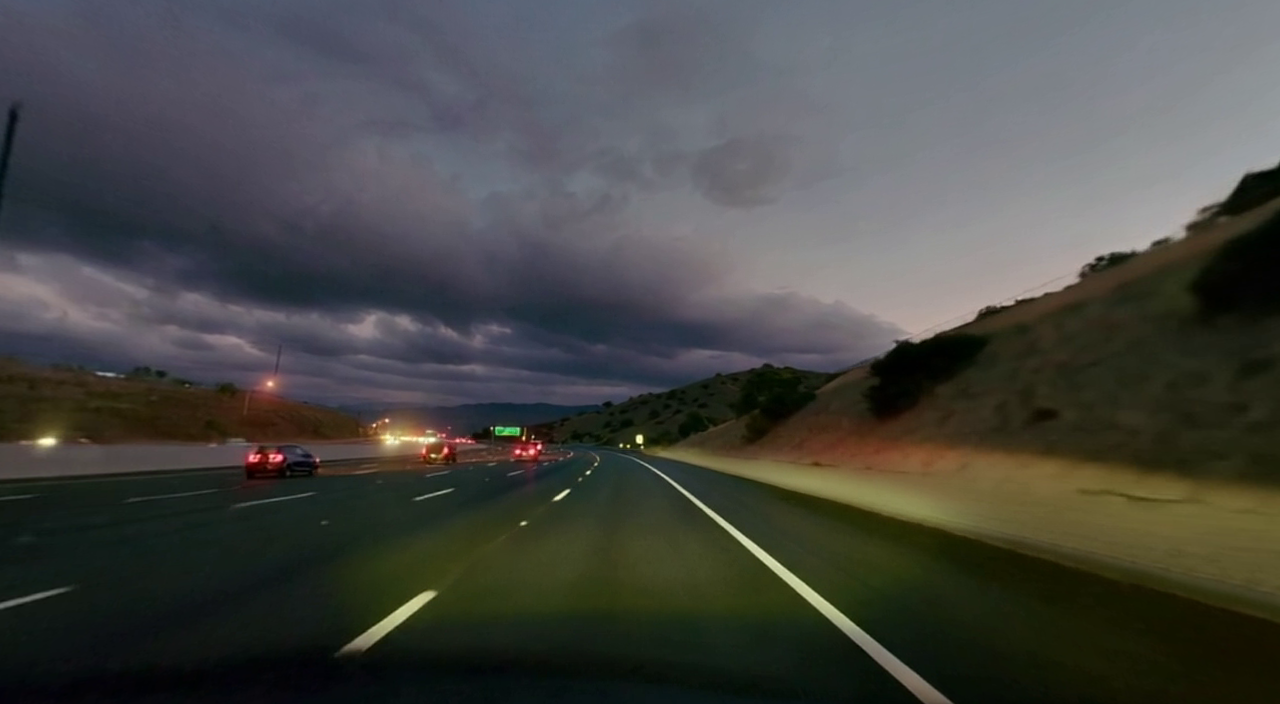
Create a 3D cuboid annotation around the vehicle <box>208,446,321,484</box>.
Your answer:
[{"bbox_3d":[-15.573,4.690,26.540,1.955,1.429,4.575,0,-9,-1],"label":"vehicle"}]
